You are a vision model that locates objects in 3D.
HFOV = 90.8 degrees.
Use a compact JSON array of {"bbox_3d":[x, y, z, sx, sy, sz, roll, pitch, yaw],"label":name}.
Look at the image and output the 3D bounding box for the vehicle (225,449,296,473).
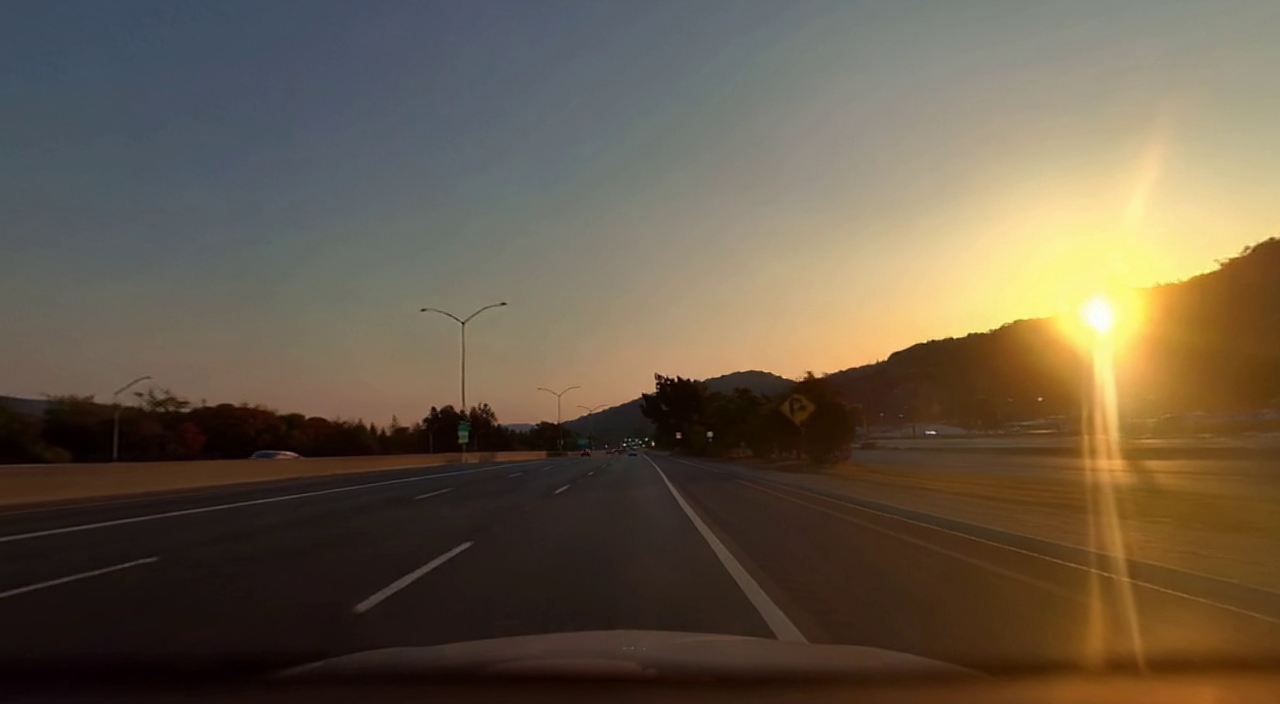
[{"bbox_3d":[-26.418,7.563,44.187,1.923,1.563,4.762,0,-9,1],"label":"vehicle"}]
